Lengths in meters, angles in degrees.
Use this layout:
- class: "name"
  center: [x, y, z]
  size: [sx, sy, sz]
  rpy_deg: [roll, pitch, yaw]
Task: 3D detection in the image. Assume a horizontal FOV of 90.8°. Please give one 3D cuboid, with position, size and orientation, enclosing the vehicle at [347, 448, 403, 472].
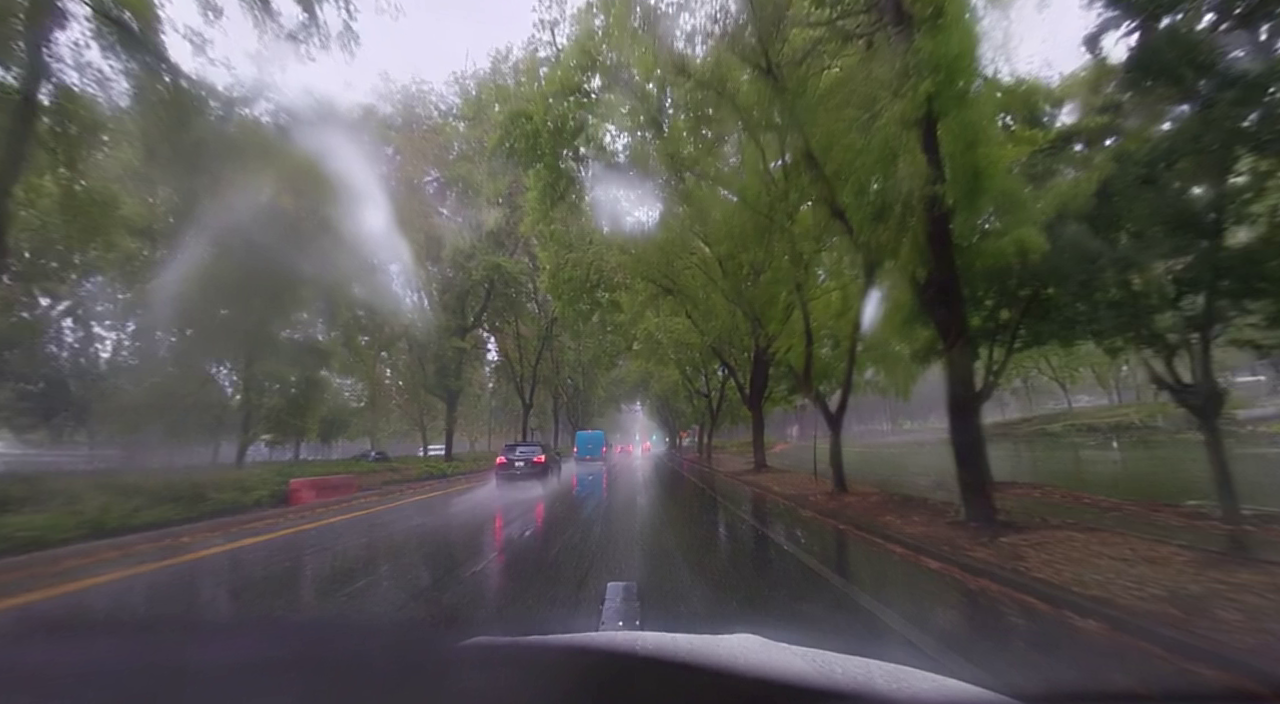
- class: "vehicle"
  center: [-19.212, 7.815, 46.005]
  size: [1.965, 1.636, 4.561]
  rpy_deg: [0, -8, 1]

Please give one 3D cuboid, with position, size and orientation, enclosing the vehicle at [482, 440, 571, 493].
- class: "vehicle"
  center: [-3.451, 3.567, 20.039]
  size: [2.009, 1.473, 4.028]
  rpy_deg: [0, -8, 1]
